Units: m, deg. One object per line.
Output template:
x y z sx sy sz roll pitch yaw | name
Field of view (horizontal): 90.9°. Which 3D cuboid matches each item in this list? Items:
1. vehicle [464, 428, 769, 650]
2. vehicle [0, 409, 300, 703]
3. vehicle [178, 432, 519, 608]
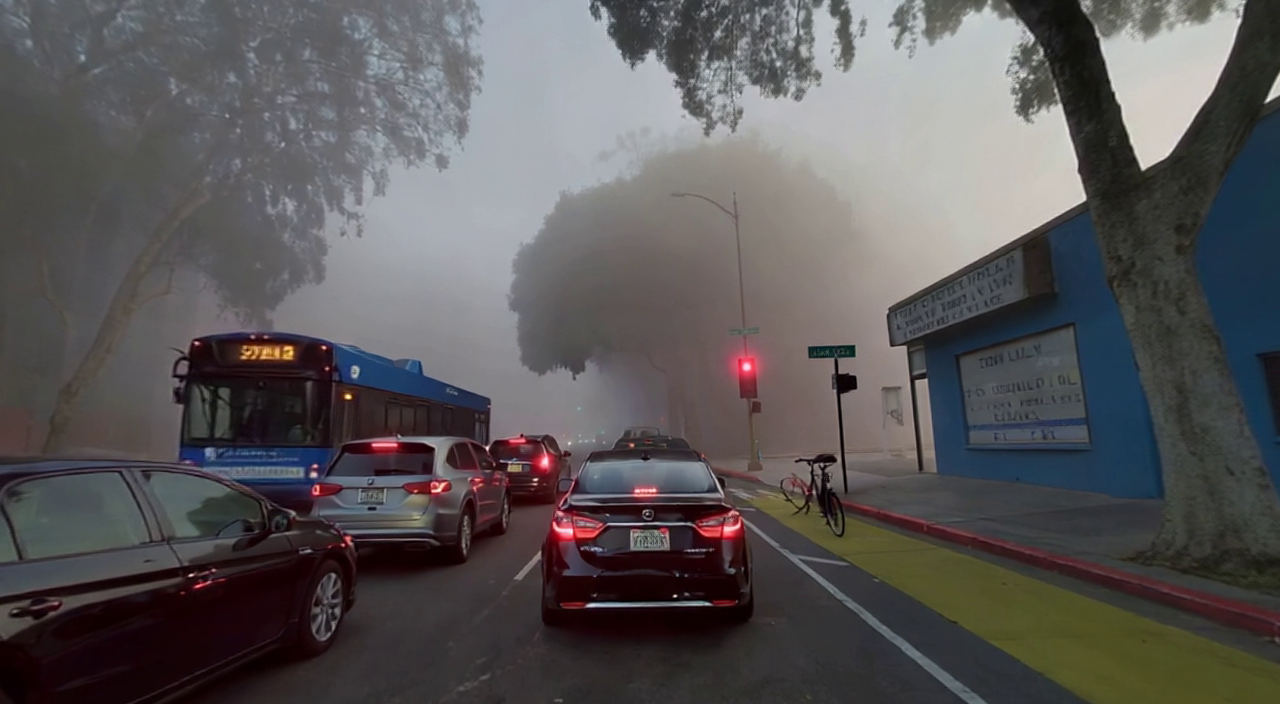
-0.143 1.529 6.162 2.031 1.461 3.763 0 -8 0 | vehicle
-3.172 0.883 1.731 1.867 1.486 4.452 0 -8 2 | vehicle
-2.920 1.757 7.632 1.944 1.481 4.385 0 -8 1 | vehicle
